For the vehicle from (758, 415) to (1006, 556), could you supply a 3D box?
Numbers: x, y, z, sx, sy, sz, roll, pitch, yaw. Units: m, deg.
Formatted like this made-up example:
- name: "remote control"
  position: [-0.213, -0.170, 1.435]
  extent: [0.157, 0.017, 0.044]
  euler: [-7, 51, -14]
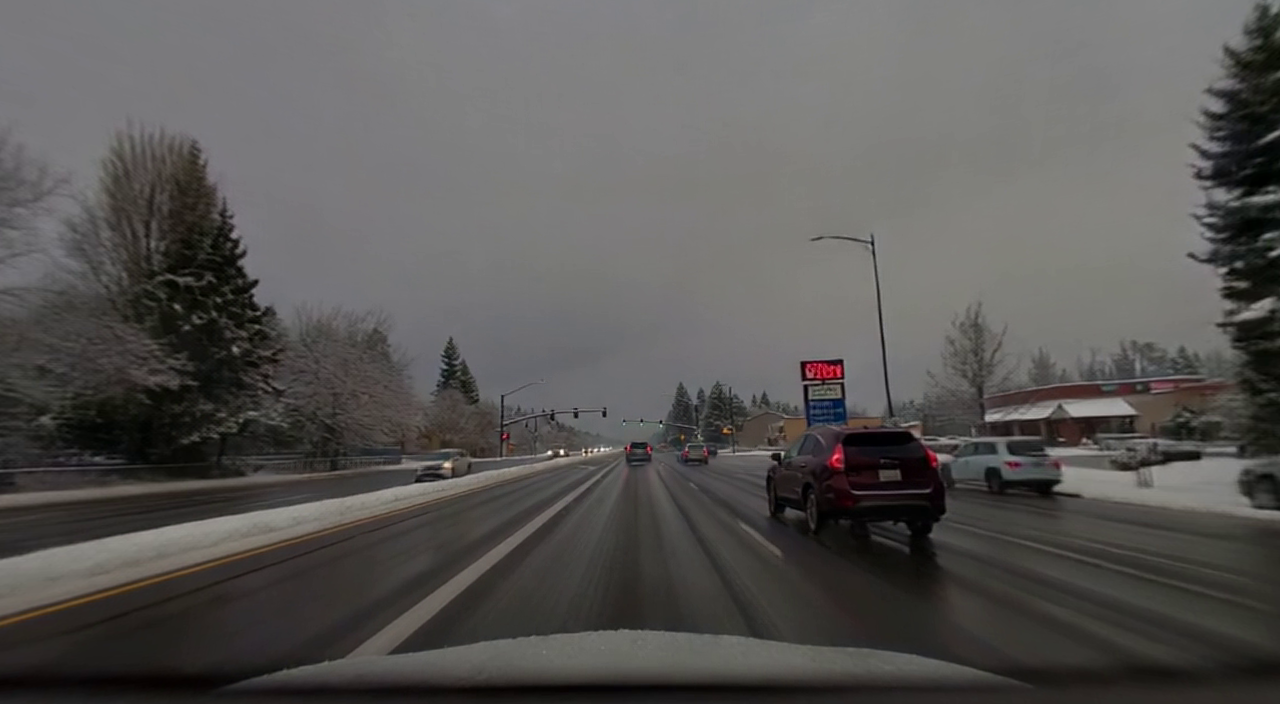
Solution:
- name: "vehicle"
  position: [3.267, 1.897, 9.678]
  extent: [2.022, 1.643, 4.326]
  euler: [0, -8, -1]

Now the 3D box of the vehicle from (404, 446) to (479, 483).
- name: "vehicle"
  position: [-8.539, 4.853, 27.547]
  extent: [1.862, 1.446, 4.333]
  euler: [0, -8, 0]

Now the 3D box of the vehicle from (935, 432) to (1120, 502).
- name: "vehicle"
  position: [10.791, 3.224, 18.250]
  extent: [2.154, 1.690, 5.208]
  euler: [1, -8, 2]

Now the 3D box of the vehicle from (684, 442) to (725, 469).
- name: "vehicle"
  position: [3.697, 6.043, 36.955]
  extent: [1.889, 1.473, 4.303]
  euler: [0, -8, 0]

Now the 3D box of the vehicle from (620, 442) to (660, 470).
- name: "vehicle"
  position: [0.021, 5.870, 35.807]
  extent: [2.135, 1.468, 4.076]
  euler: [0, -8, 0]
